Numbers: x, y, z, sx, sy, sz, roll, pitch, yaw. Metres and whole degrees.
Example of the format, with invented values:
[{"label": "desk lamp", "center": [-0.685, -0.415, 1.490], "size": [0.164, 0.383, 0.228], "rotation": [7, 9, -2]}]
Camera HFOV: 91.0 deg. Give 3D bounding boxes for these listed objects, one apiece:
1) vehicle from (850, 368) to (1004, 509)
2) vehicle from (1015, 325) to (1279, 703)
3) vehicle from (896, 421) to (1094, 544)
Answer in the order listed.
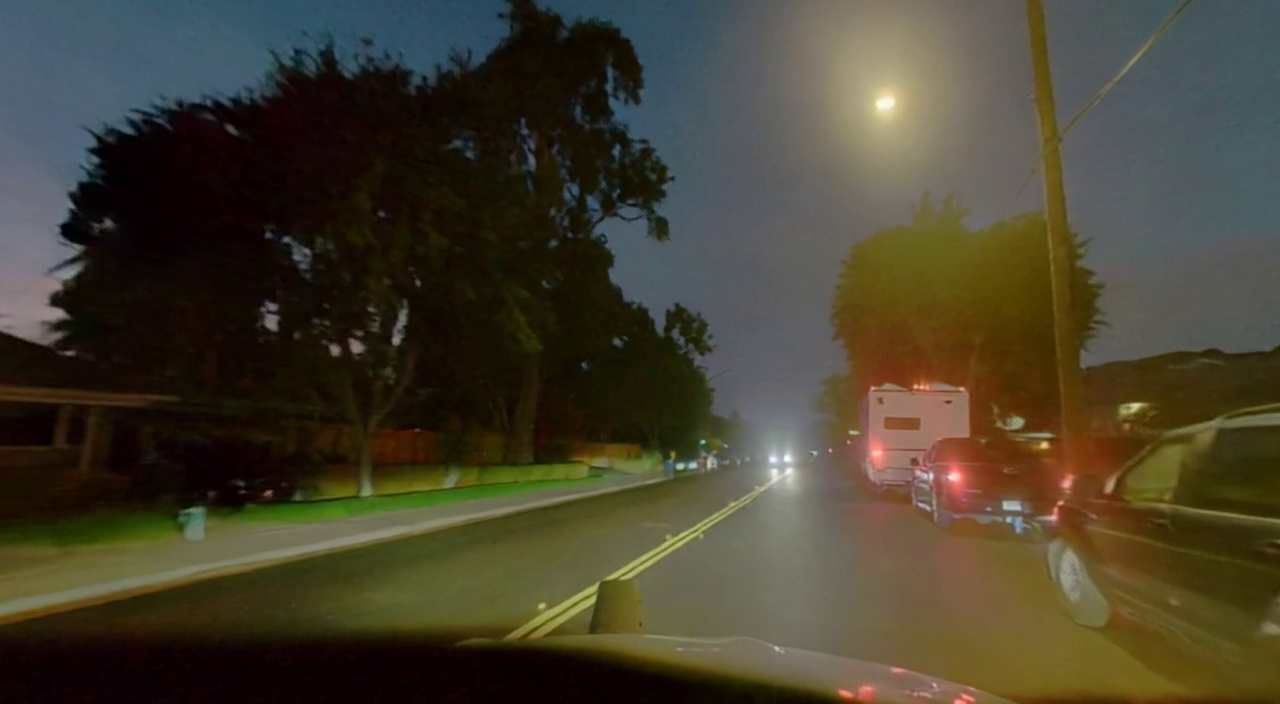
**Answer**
[{"label": "vehicle", "center": [8.941, 2.941, 21.183], "size": [3.052, 3.440, 11.052], "rotation": [-3, -9, 16]}, {"label": "vehicle", "center": [3.737, 0.850, 2.744], "size": [2.182, 1.785, 5.726], "rotation": [-1, -7, 16]}, {"label": "vehicle", "center": [6.210, 2.278, 11.729], "size": [1.980, 1.782, 4.627], "rotation": [-2, -9, 14]}]
